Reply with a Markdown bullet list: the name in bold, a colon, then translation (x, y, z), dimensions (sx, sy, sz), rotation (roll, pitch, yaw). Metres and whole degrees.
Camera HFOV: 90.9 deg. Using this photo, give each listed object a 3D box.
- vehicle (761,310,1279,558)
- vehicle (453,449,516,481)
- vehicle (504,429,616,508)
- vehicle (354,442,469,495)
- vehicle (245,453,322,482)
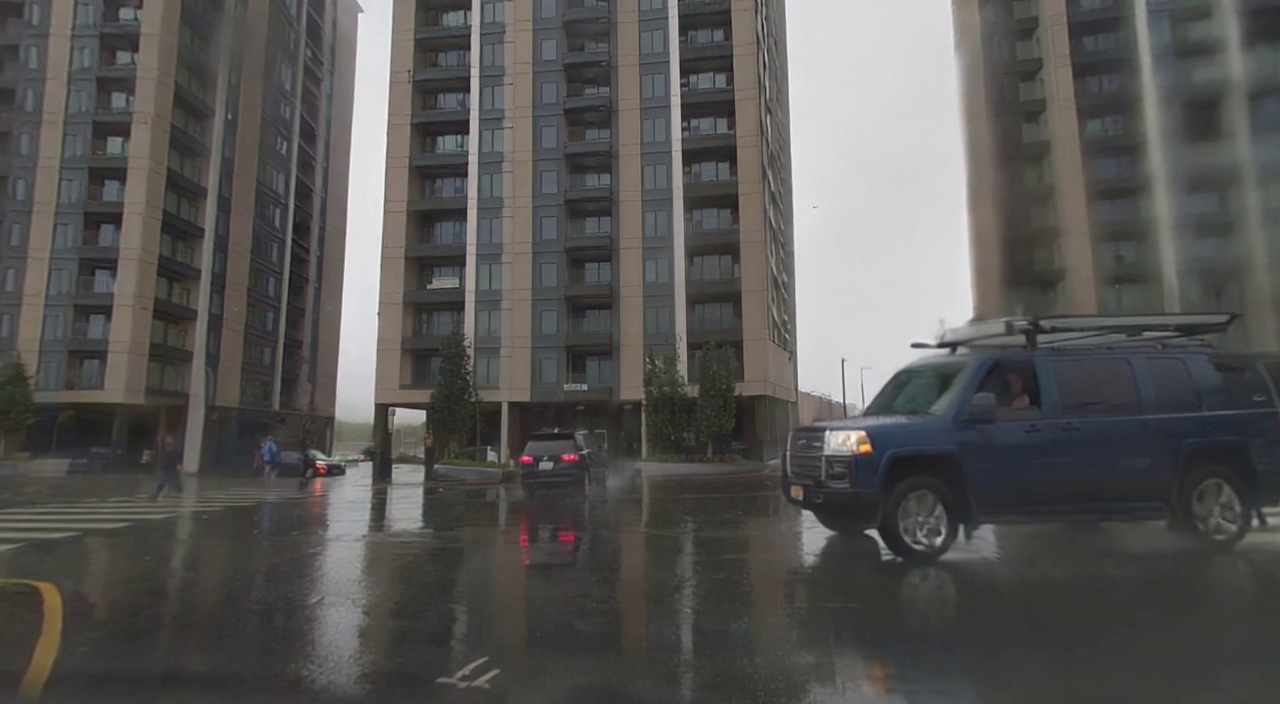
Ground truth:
- **vehicle**: translation (5.329, 1.077, 8.309), dimensions (6.932, 2.753, 2.446), rotation (0, -8, 1)
- **vehicle**: translation (-7.868, 5.723, 32.292), dimensions (2.164, 1.494, 4.235), rotation (0, -8, 0)
- **vehicle**: translation (-1.853, 2.901, 16.089), dimensions (2.144, 1.733, 4.115), rotation (-1, -8, 3)
- **vehicle**: translation (-8.161, 4.172, 23.064), dimensions (2.395, 1.719, 4.549), rotation (0, -8, 1)
- **vehicle**: translation (-19.437, 6.295, 34.509), dimensions (3.467, 1.456, 1.649), rotation (4, -9, -24)
